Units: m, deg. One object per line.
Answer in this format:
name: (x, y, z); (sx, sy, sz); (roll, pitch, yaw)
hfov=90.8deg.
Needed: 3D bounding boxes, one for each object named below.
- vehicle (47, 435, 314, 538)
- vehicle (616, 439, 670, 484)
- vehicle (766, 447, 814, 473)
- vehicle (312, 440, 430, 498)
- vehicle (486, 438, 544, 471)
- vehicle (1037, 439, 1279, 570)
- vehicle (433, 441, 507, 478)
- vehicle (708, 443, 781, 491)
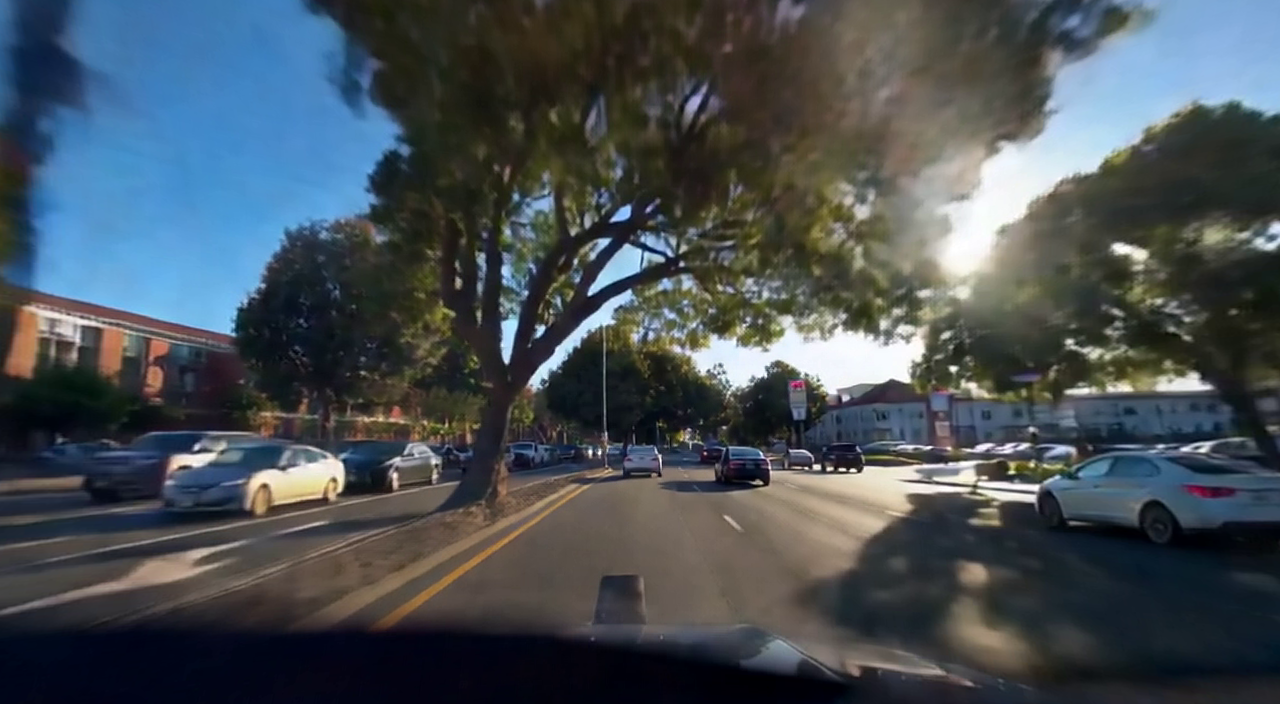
vehicle: (-8.495, 2.483, 12.303); (2.076, 1.595, 4.110); (-1, -8, 0)
vehicle: (0.165, 4.519, 26.363); (2.101, 1.694, 3.979); (0, -9, 1)
vehicle: (9.058, 6.522, 38.495); (1.860, 1.475, 4.488); (0, -9, 1)
vehicle: (-8.748, 3.798, 21.027); (1.953, 1.647, 4.401); (-2, -8, 1)
vehicle: (-7.909, 6.579, 40.633); (2.460, 1.970, 5.271); (-1, -9, 3)
vehicle: (8.176, 2.020, 9.089); (1.909, 1.456, 4.569); (0, -9, 0)
vehicle: (-8.452, 5.391, 31.946); (2.183, 1.706, 4.862); (0, -9, 2)
vehicle: (3.534, 3.946, 22.042); (1.852, 1.498, 3.825); (0, -9, -1)
